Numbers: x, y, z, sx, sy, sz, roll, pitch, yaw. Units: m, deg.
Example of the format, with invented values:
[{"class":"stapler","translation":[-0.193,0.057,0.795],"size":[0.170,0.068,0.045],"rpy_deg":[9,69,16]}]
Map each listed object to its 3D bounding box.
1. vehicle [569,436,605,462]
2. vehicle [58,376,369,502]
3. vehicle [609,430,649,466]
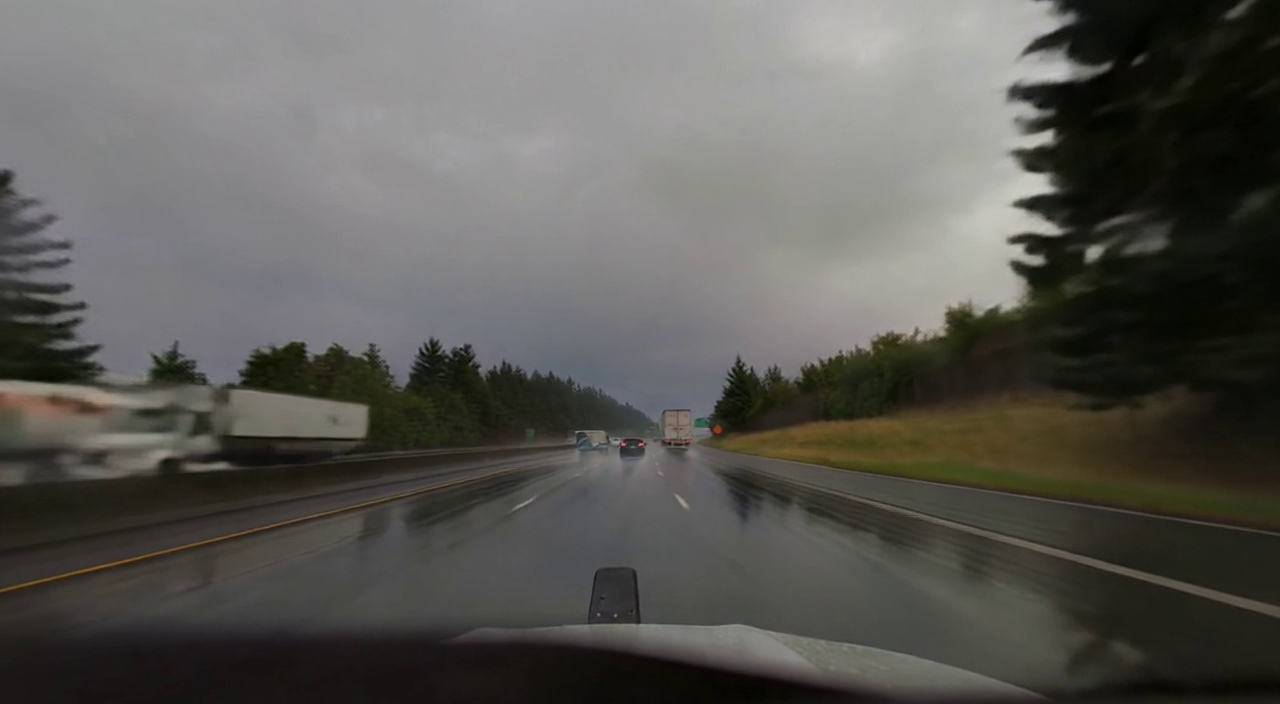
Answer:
[{"class":"vehicle","translation":[-3.700,6.866,44.680],"size":[2.047,1.757,4.183],"rpy_deg":[-1,-8,1]},{"class":"vehicle","translation":[-16.281,3.710,26.732],"size":[3.029,3.854,14.437],"rpy_deg":[-1,-8,1]},{"class":"vehicle","translation":[-0.620,5.580,36.737],"size":[2.211,1.933,4.315],"rpy_deg":[-1,-8,-1]}]
